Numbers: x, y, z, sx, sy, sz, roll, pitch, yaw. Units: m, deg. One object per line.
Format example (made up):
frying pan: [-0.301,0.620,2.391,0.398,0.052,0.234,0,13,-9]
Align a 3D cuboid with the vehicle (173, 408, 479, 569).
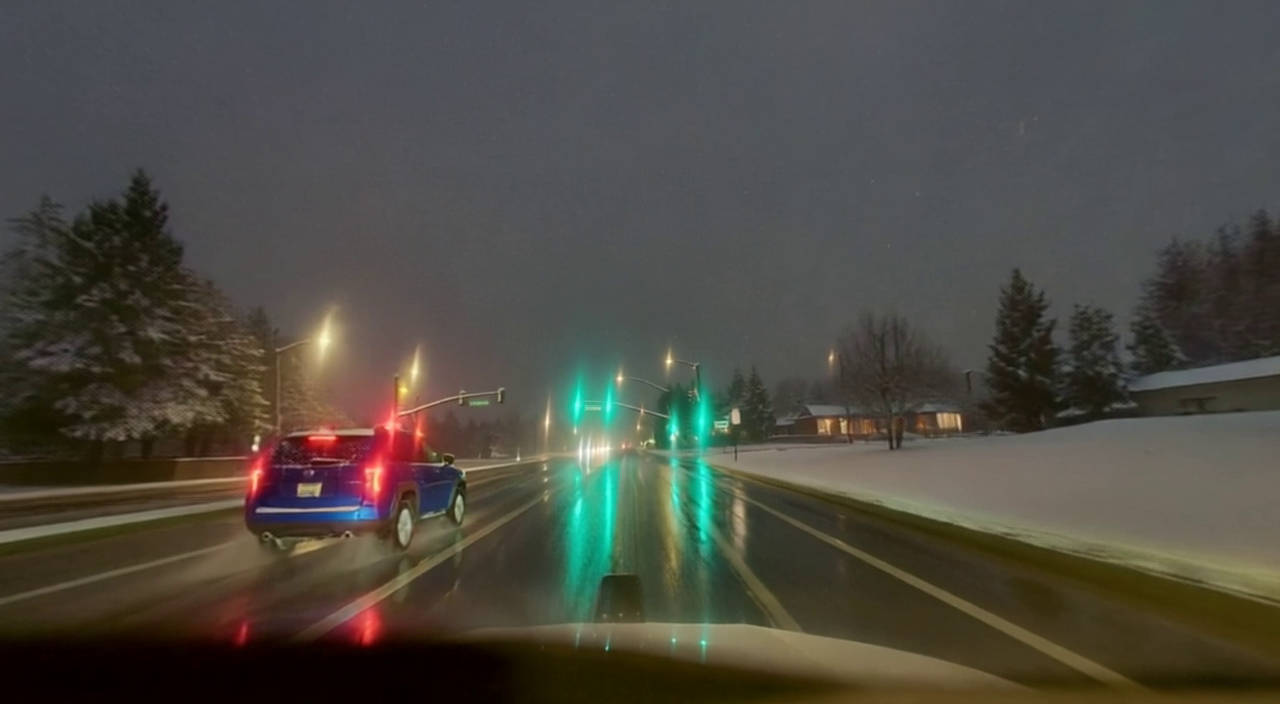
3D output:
vehicle: [-3.979,1.818,9.123,2.121,1.724,4.392,0,-9,0]
